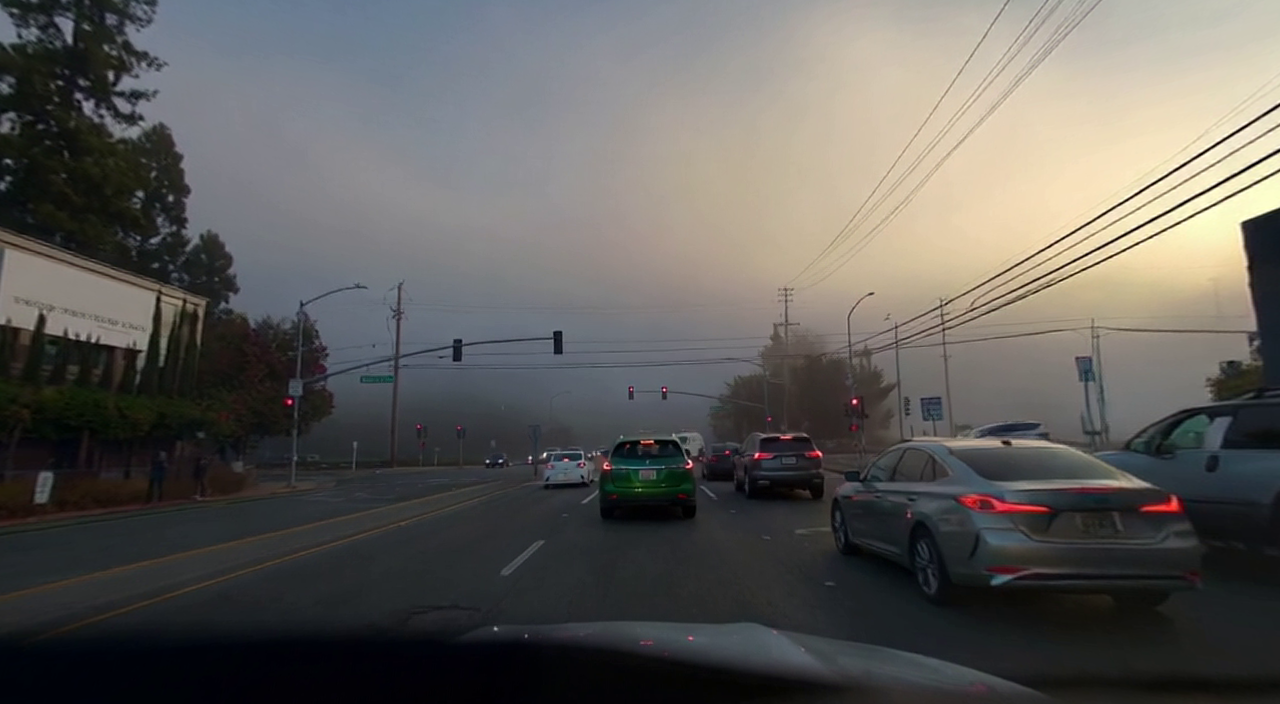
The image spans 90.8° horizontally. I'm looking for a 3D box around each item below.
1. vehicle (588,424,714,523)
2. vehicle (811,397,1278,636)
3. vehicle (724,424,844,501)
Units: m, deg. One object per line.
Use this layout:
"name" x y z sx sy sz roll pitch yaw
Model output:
"vehicle" 0.175 2.380 12.864 2.149 1.668 3.962 0 -9 0
"vehicle" 3.341 1.442 6.512 1.998 1.620 4.267 0 -9 1
"vehicle" 3.691 2.941 17.193 2.060 1.789 4.712 0 -9 -1
